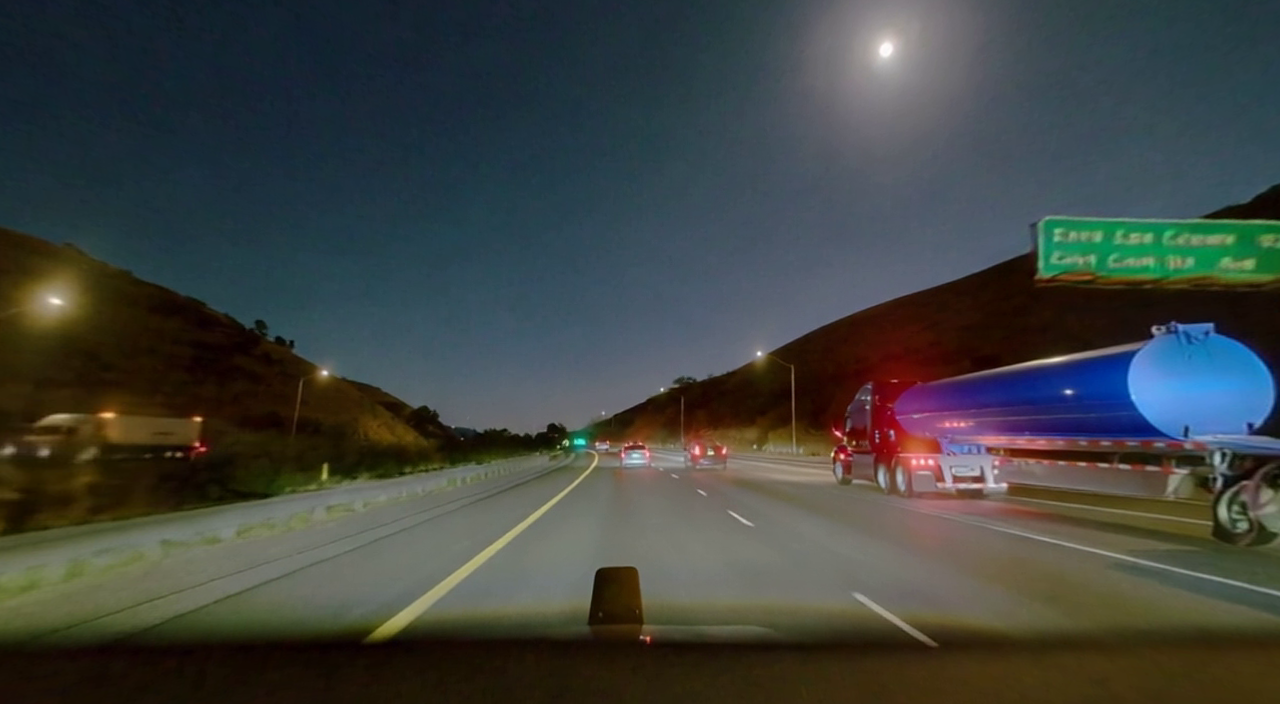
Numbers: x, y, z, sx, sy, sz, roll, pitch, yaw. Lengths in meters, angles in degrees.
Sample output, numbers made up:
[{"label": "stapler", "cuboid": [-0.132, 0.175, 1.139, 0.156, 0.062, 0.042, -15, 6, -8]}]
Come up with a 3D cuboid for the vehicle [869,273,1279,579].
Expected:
[{"label": "vehicle", "cuboid": [7.329, 1.393, 10.949, 2.880, 2.975, 9.608, 0, -9, -2]}]

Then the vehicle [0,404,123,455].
[{"label": "vehicle", "cuboid": [-40.469, 5.472, 43.735, 2.845, 3.202, 8.020, 0, -9, -3]}]

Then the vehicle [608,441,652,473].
[{"label": "vehicle", "cuboid": [-0.568, 5.371, 32.460, 2.083, 1.477, 3.965, 0, -9, -3]}]

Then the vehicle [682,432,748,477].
[{"label": "vehicle", "cuboid": [3.171, 4.480, 27.729, 2.098, 1.794, 4.561, 0, -9, -4]}]
